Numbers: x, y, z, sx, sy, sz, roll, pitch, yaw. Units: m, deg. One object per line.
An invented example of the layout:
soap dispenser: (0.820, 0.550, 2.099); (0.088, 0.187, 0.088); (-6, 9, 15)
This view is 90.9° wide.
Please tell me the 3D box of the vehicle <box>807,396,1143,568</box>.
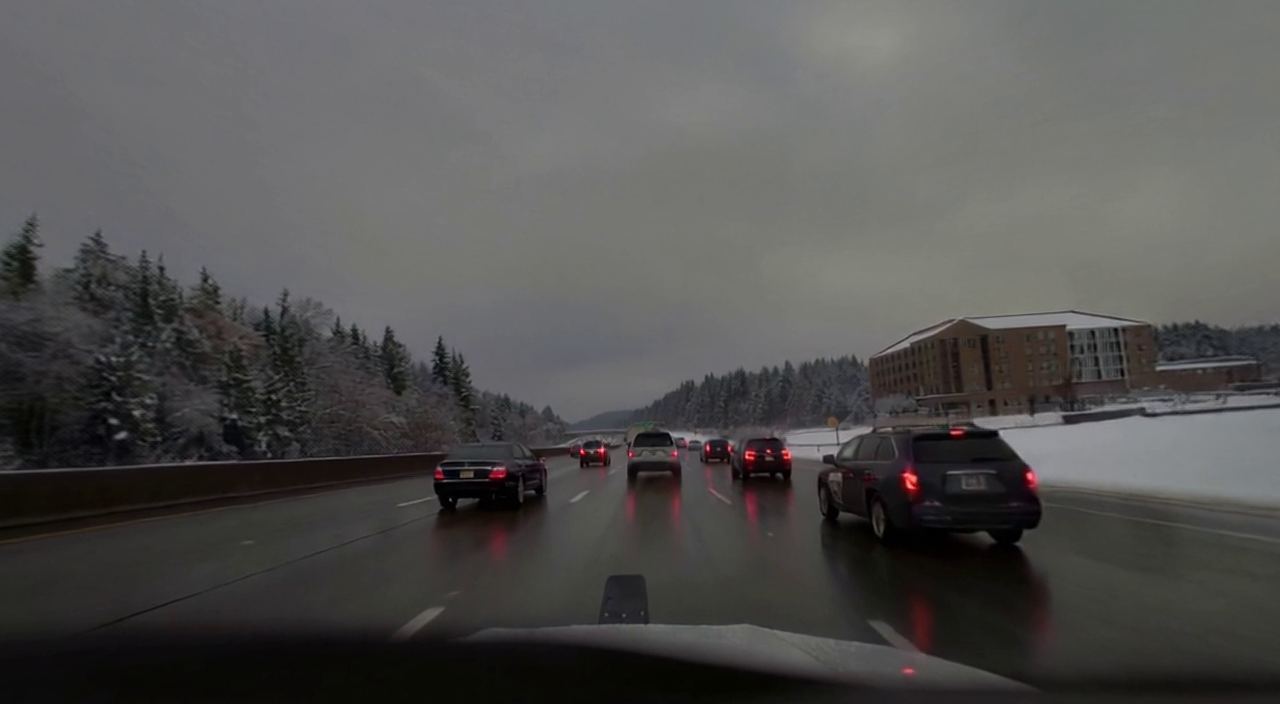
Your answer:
vehicle: (3.952, 1.629, 8.623); (2.156, 1.701, 4.494); (-1, -8, 1)

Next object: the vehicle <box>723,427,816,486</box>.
vehicle: (4.037, 3.348, 20.420); (2.094, 1.676, 4.309); (-1, -8, 0)

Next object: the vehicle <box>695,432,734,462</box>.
vehicle: (4.695, 6.076, 40.446); (2.039, 1.832, 3.989); (-1, -8, 1)

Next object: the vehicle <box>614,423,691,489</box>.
vehicle: (0.376, 3.256, 20.052); (2.153, 1.805, 4.631); (-1, -8, 1)

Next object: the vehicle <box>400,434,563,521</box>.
vehicle: (-3.013, 2.503, 13.260); (1.965, 1.443, 4.968); (-1, -8, 2)

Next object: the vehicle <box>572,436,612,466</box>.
vehicle: (-2.872, 5.982, 38.336); (1.951, 1.694, 4.188); (-1, -8, 2)
